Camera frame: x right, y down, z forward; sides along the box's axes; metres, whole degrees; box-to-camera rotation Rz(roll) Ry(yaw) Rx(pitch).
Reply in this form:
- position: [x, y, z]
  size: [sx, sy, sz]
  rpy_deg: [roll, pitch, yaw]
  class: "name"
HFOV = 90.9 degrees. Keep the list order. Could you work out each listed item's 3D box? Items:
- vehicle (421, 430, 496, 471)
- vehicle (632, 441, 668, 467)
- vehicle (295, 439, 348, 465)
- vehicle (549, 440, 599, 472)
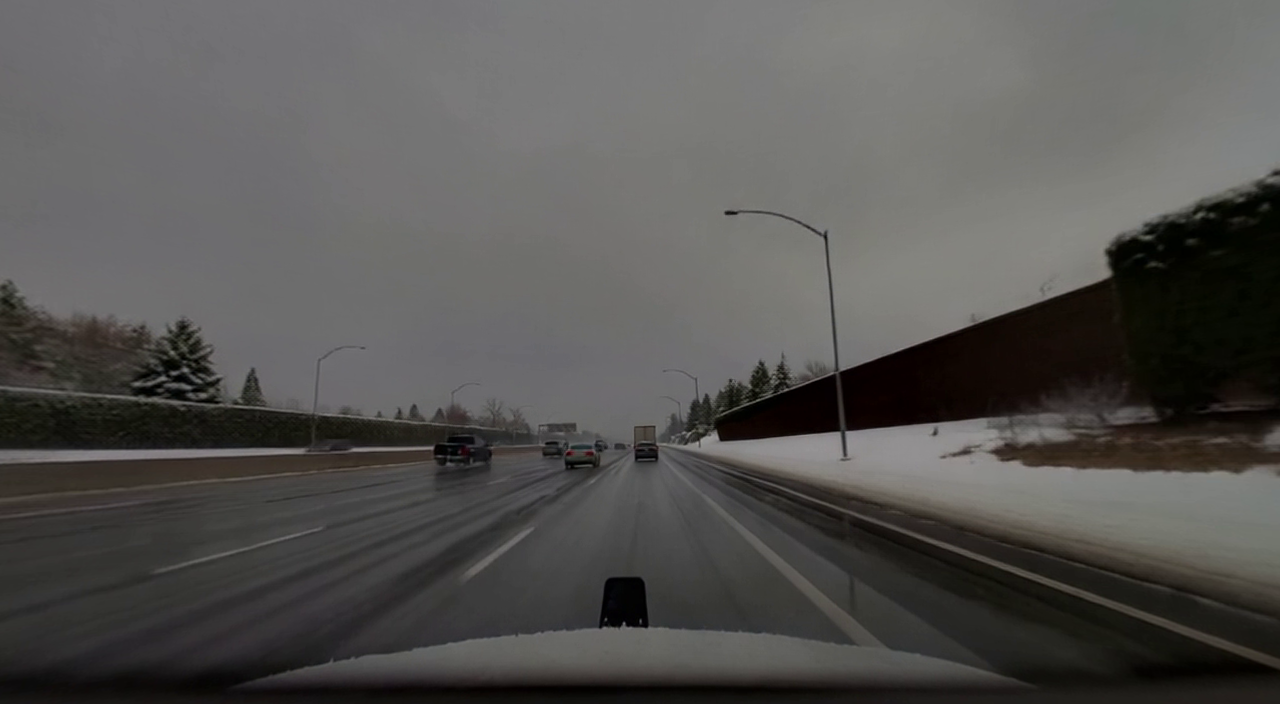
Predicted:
- position: [-9.902, 5.418, 34.934]
  size: [2.339, 2.018, 5.790]
  rpy_deg: [0, -8, 1]
  class: "vehicle"
- position: [0.592, 6.212, 38.722]
  size: [2.073, 1.480, 4.343]
  rpy_deg: [0, -8, 0]
  class: "vehicle"
- position: [-19.086, 5.975, 37.911]
  size: [1.435, 1.355, 3.223]
  rpy_deg: [3, -8, 0]
  class: "vehicle"
- position: [-3.246, 5.218, 31.779]
  size: [2.056, 1.480, 4.022]
  rpy_deg: [0, -8, 1]
  class: "vehicle"
